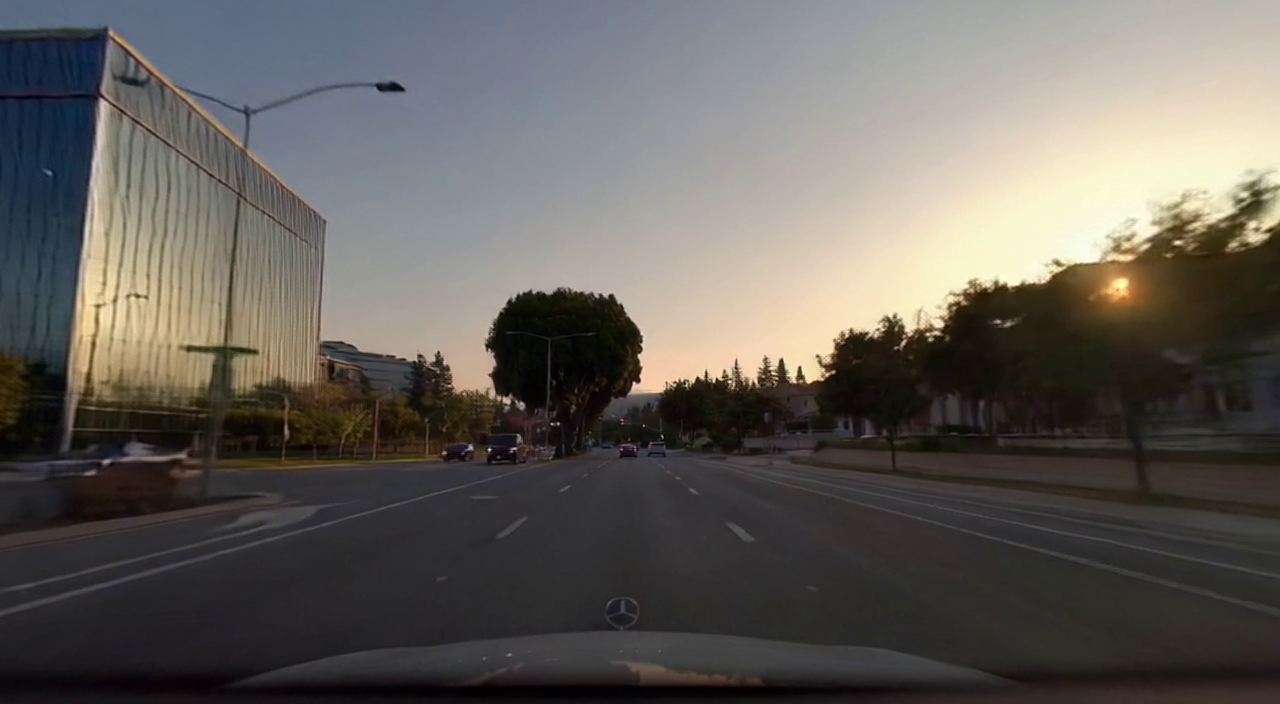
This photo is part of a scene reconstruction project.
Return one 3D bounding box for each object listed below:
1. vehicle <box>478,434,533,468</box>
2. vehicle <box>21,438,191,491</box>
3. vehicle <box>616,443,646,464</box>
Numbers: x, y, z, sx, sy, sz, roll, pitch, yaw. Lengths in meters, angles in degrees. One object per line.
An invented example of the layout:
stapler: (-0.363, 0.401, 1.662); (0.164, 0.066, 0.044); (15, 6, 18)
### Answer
vehicle: (-8.517, 6.290, 40.666); (2.631, 1.990, 5.787); (0, -8, -4)
vehicle: (-21.439, 4.502, 25.817); (2.180, 1.902, 5.475); (0, -8, -1)
vehicle: (-0.661, 7.274, 45.546); (2.080, 1.445, 4.096); (0, -8, -2)
